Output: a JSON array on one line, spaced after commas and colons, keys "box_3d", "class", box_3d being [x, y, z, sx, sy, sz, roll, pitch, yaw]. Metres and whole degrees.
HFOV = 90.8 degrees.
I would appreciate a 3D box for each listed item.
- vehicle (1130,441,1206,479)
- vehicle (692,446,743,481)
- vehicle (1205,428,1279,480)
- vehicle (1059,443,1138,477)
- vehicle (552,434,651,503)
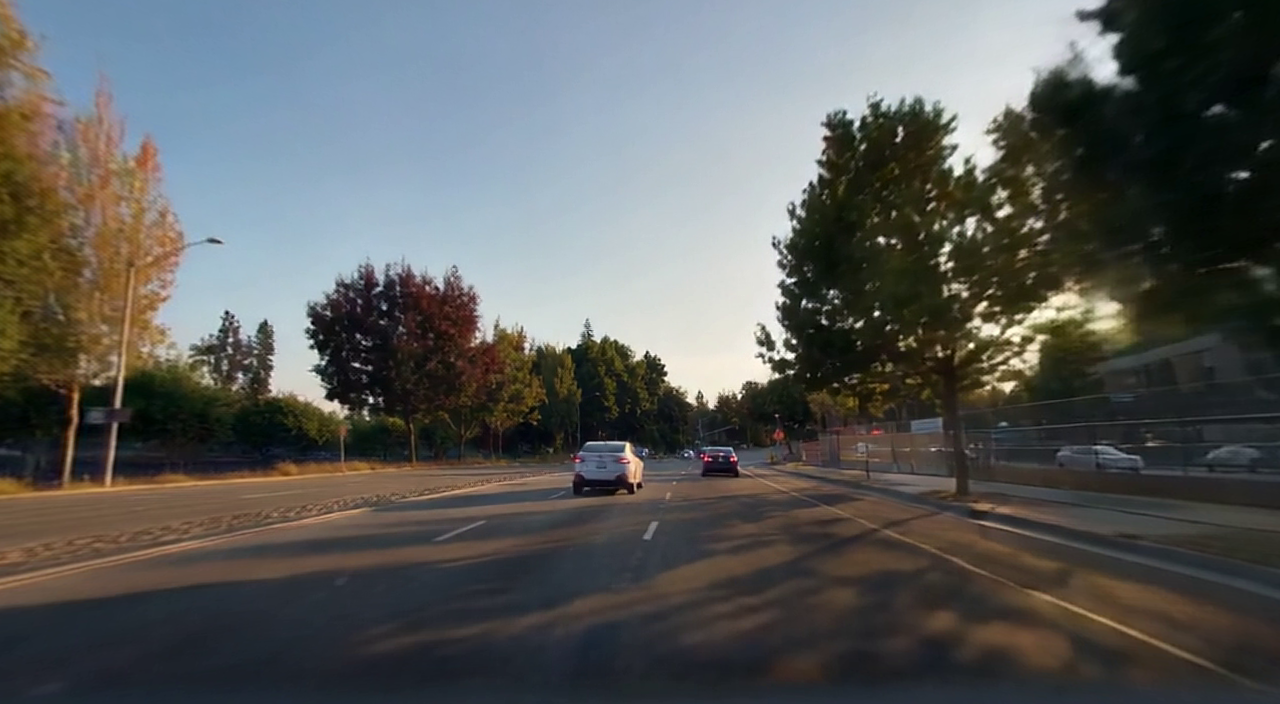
[{"box_3d": [23.442, 4.750, 27.984, 2.039, 1.440, 4.655, -13, -14, 43], "class": "vehicle"}, {"box_3d": [3.541, 5.123, 29.312, 2.147, 1.474, 4.083, -1, -9, 6], "class": "vehicle"}, {"box_3d": [24.852, 4.168, 25.806, 2.122, 1.848, 4.881, -14, -15, 43], "class": "vehicle"}, {"box_3d": [21.458, 4.996, 29.506, 4.404, 1.469, 1.947, 8, -11, -41], "class": "vehicle"}, {"box_3d": [-0.919, 3.257, 18.096, 2.105, 1.676, 4.541, -1, -9, 6], "class": "vehicle"}]
